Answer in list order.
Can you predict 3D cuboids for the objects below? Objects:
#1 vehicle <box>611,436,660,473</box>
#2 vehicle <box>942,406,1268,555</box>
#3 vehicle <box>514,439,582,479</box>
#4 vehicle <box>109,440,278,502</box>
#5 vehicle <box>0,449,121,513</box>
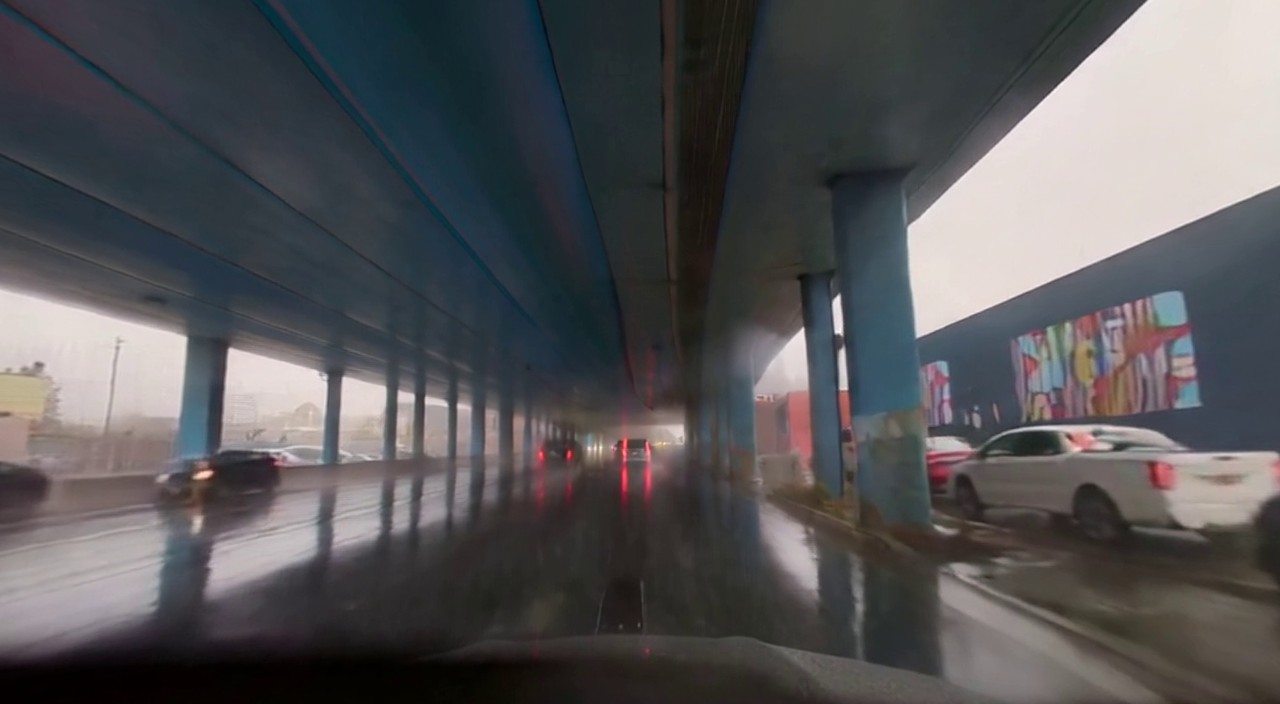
[{"bbox_3d":[-0.196,4.813,29.874,2.155,1.571,3.734,0,-8,1],"label":"vehicle"},{"bbox_3d":[6.439,1.801,9.490,1.940,1.738,3.956,-1,-8,2],"label":"vehicle"},{"bbox_3d":[-3.807,4.518,27.059,2.024,1.533,4.549,-1,-8,3],"label":"vehicle"},{"bbox_3d":[-13.993,3.716,20.243,2.069,1.728,4.567,0,-8,0],"label":"vehicle"},{"bbox_3d":[-17.750,3.609,18.010,2.056,1.643,4.362,-1,-8,2],"label":"vehicle"}]
